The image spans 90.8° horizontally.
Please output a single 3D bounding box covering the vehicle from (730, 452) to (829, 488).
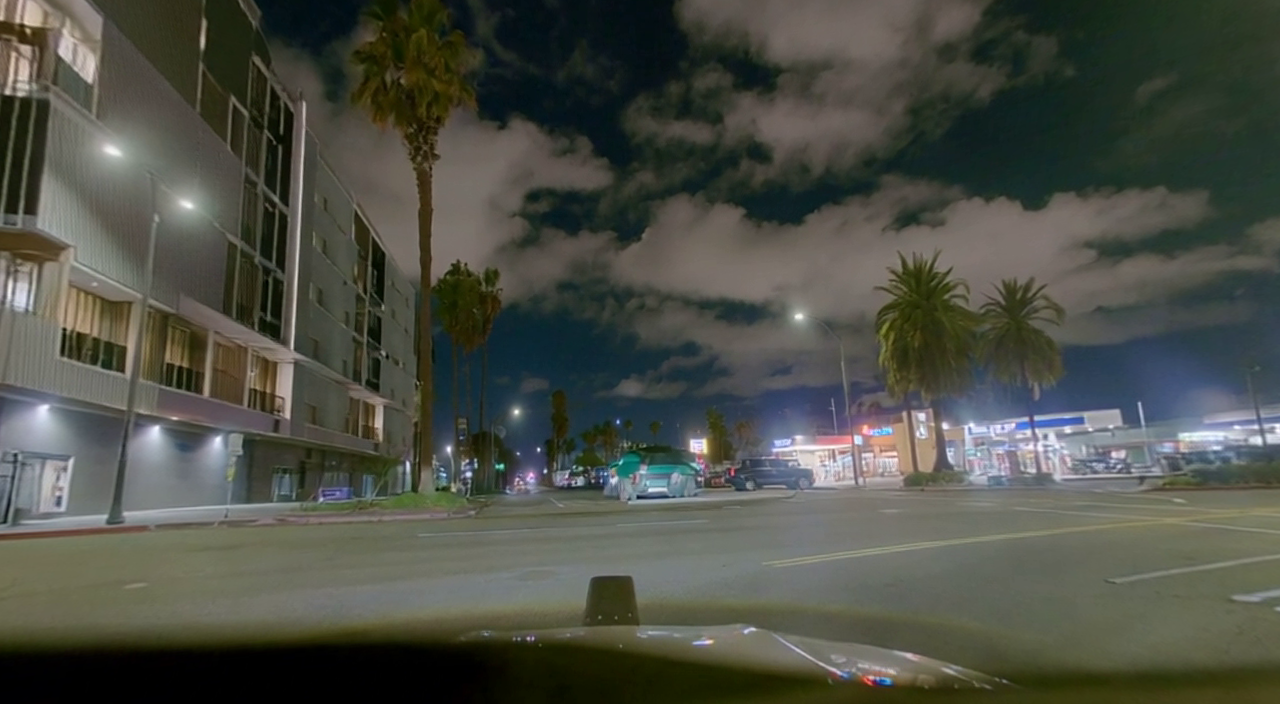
[{"bbox_3d":[10.296,8.649,46.399,7.026,2.329,2.545,5,-7,-25],"label":"vehicle"}]

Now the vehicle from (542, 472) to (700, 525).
[{"bbox_3d":[-0.567,4.637,20.298,4.782,1.371,1.763,4,-10,-27],"label":"vehicle"}]

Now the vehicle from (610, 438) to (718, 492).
[{"bbox_3d":[1.357,6.414,35.860,5.524,2.504,2.196,8,-8,-22],"label":"vehicle"}]
